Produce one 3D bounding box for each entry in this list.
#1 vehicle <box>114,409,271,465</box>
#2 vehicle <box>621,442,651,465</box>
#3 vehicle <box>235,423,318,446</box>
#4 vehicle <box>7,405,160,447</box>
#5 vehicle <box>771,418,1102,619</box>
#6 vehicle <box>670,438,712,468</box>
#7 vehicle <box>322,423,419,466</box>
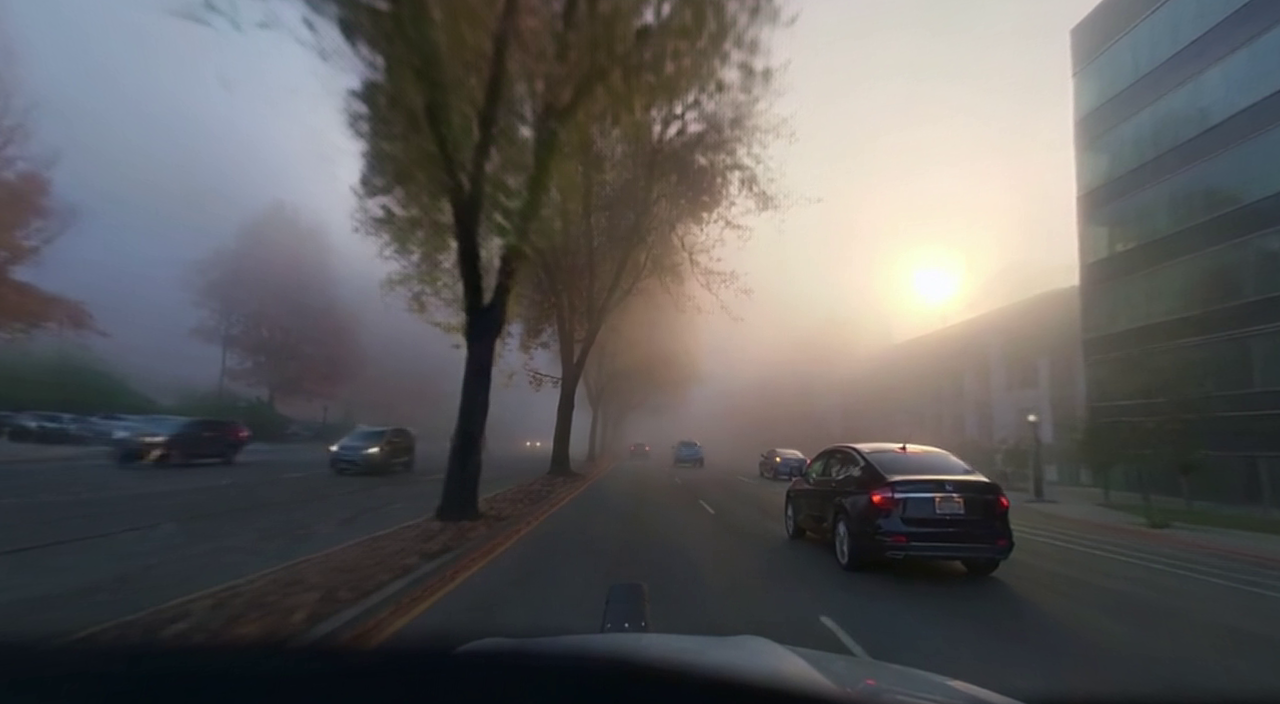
[{"bbox_3d":[-15.550,3.051,22.342,2.101,1.738,4.704,0,-9,0],"label":"vehicle"},{"bbox_3d":[-0.254,6.926,43.282,1.991,1.477,3.814,0,-9,0],"label":"vehicle"},{"bbox_3d":[-27.129,6.221,47.184,4.787,1.664,2.211,0,-9,-1],"label":"vehicle"},{"bbox_3d":[-27.120,3.746,31.122,2.149,1.809,5.973,-2,-9,0],"label":"vehicle"},{"bbox_3d":[2.896,1.690,7.293,1.901,1.634,3.896,1,-9,0],"label":"vehicle"},{"bbox_3d":[3.221,6.498,40.712,2.154,1.844,4.634,0,-9,-2],"label":"vehicle"},{"bbox_3d":[-11.270,3.928,26.747,2.122,1.685,4.358,0,-9,0],"label":"vehicle"}]
